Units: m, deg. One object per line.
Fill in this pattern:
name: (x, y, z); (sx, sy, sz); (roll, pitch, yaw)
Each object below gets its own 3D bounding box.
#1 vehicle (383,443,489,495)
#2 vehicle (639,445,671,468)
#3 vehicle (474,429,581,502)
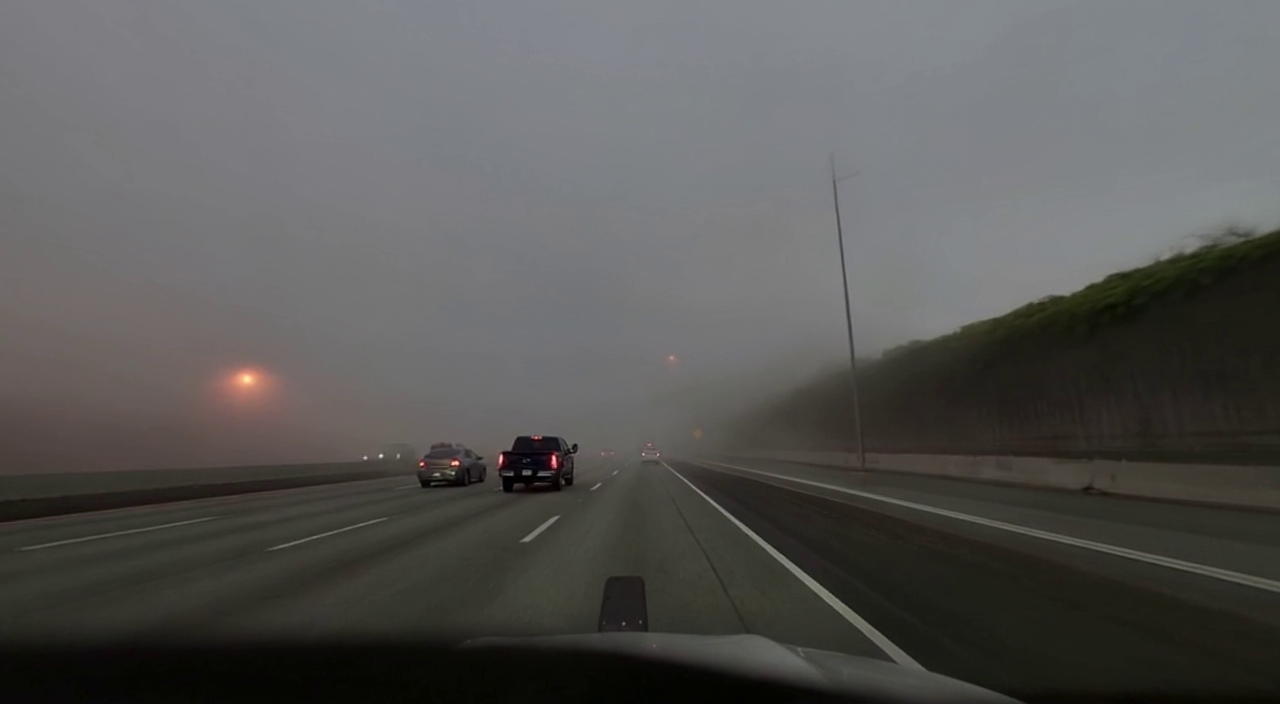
vehicle: (-6.370, 3.673, 20.296); (1.887, 1.475, 4.316); (-1, -8, 1)
vehicle: (0.999, 7.238, 43.992); (2.073, 1.480, 4.343); (0, -8, 0)
vehicle: (-3.029, 3.172, 18.156); (2.124, 1.787, 4.830); (-1, -8, 1)
